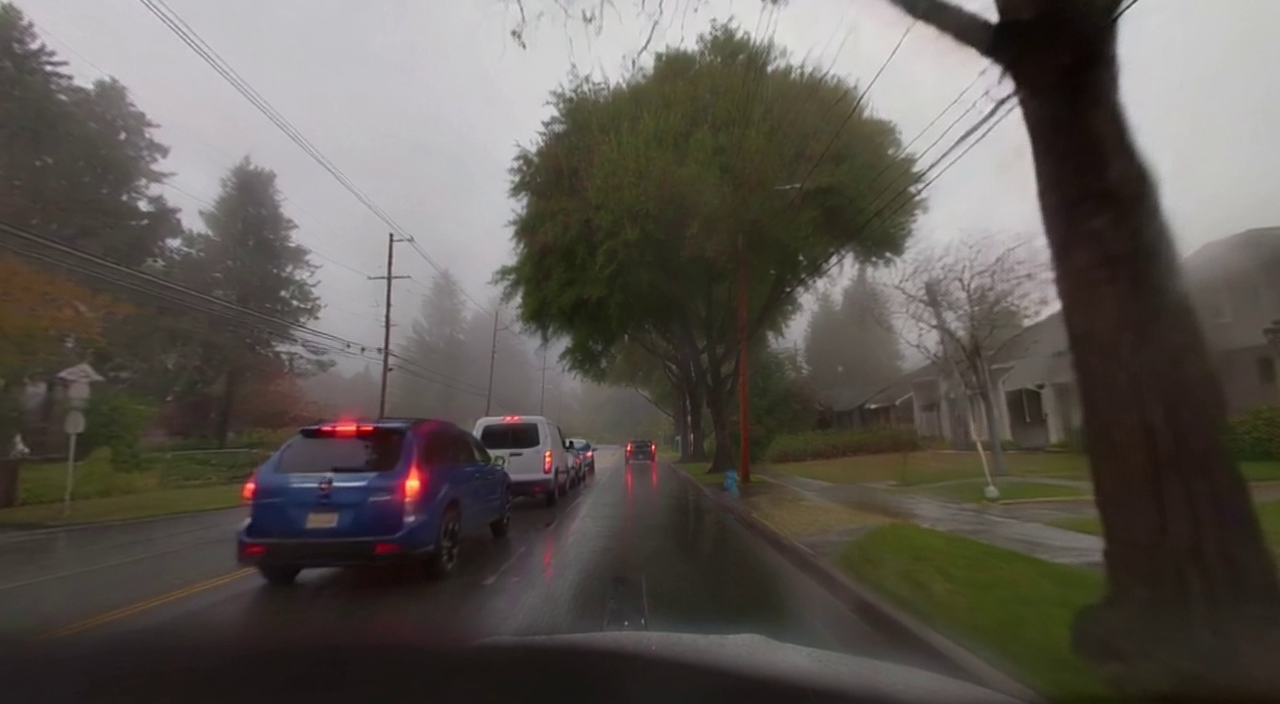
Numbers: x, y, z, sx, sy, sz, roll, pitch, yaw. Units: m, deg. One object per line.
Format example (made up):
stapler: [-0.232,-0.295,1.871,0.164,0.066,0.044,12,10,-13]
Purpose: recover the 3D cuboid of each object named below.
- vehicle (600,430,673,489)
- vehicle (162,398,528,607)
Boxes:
vehicle: [-0.100,3.440,20.391,2.120,1.718,3.909,0,-9,0]
vehicle: [-2.824,1.561,7.394,2.105,1.709,4.251,0,-9,2]
